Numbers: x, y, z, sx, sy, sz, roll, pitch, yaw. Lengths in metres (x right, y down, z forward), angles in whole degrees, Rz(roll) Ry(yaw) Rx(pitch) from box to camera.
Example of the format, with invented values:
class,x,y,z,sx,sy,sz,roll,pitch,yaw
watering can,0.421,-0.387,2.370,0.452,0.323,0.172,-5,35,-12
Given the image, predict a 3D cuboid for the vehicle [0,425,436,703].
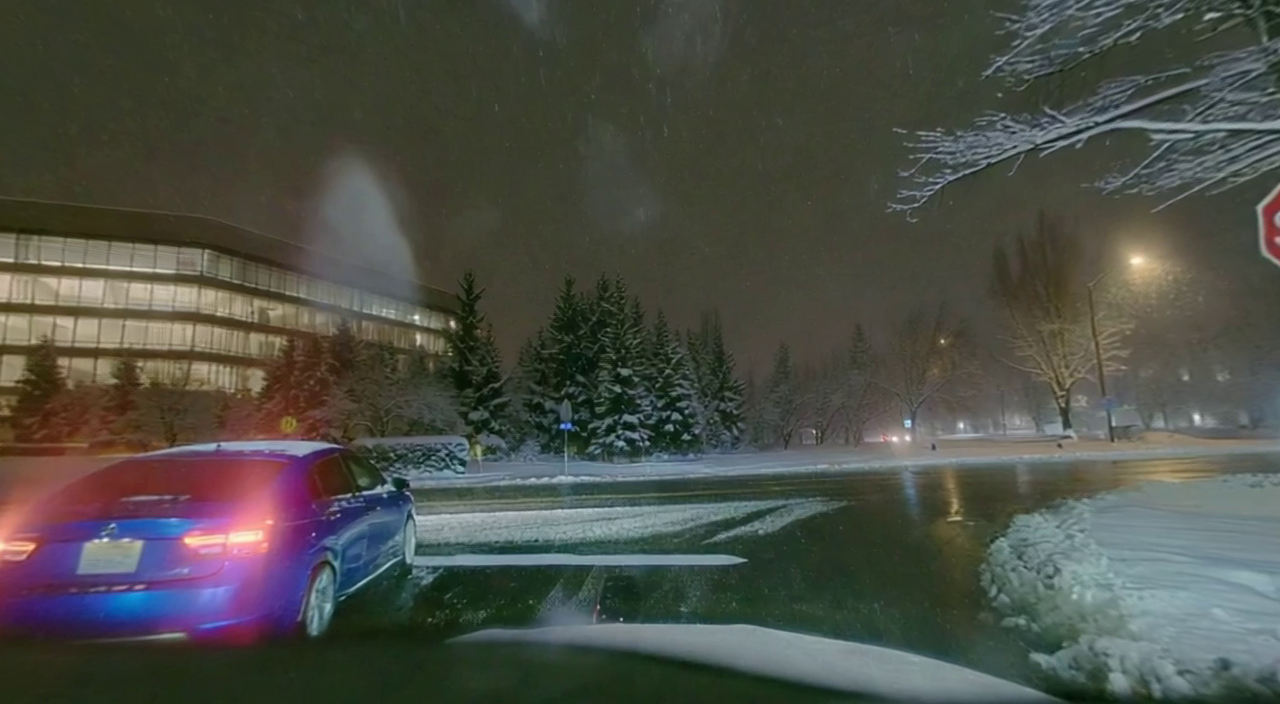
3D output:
class,x,y,z,sx,sy,sz,roll,pitch,yaw
vehicle,-3.145,1.384,5.080,2.069,1.413,5.006,1,-9,-9
